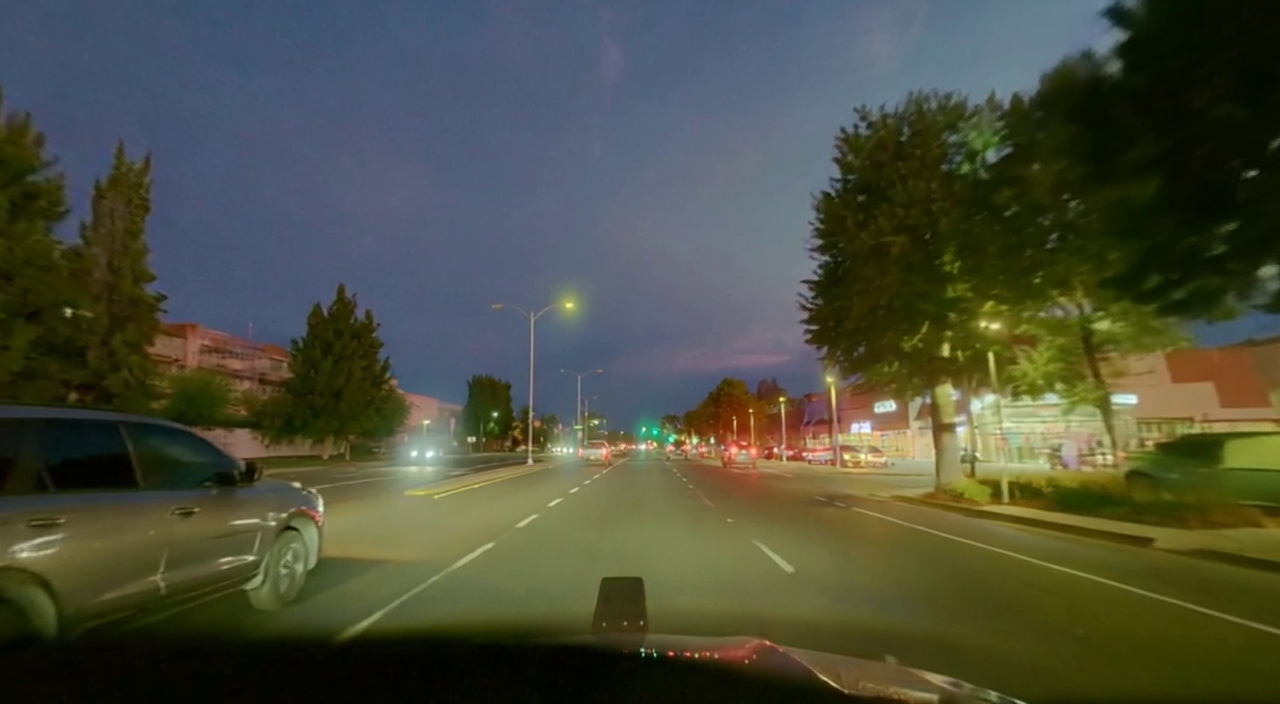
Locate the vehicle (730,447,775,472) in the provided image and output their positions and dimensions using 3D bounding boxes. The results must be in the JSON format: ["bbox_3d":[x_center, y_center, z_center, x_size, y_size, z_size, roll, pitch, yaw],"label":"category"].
[{"bbox_3d":[6.691,6.438,38.000,1.888,1.425,4.547,0,-9,0],"label":"vehicle"}]

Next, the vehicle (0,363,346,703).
[{"bbox_3d":[-3.568,1.003,3.432,1.983,1.635,3.957,0,-9,0],"label":"vehicle"}]

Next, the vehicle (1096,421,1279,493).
[{"bbox_3d":[15.655,2.675,16.396,1.691,1.670,5.790,3,-7,-40],"label":"vehicle"}]

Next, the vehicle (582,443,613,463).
[{"bbox_3d":[-3.141,7.590,47.466,2.005,1.446,4.265,0,-9,1],"label":"vehicle"}]

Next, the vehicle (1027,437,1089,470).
[{"bbox_3d":[26.472,6.394,39.791,5.164,1.952,1.981,8,-12,-43],"label":"vehicle"}]

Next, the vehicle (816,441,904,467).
[{"bbox_3d":[15.116,7.027,43.561,5.326,1.690,2.007,-8,-11,41],"label":"vehicle"}]
